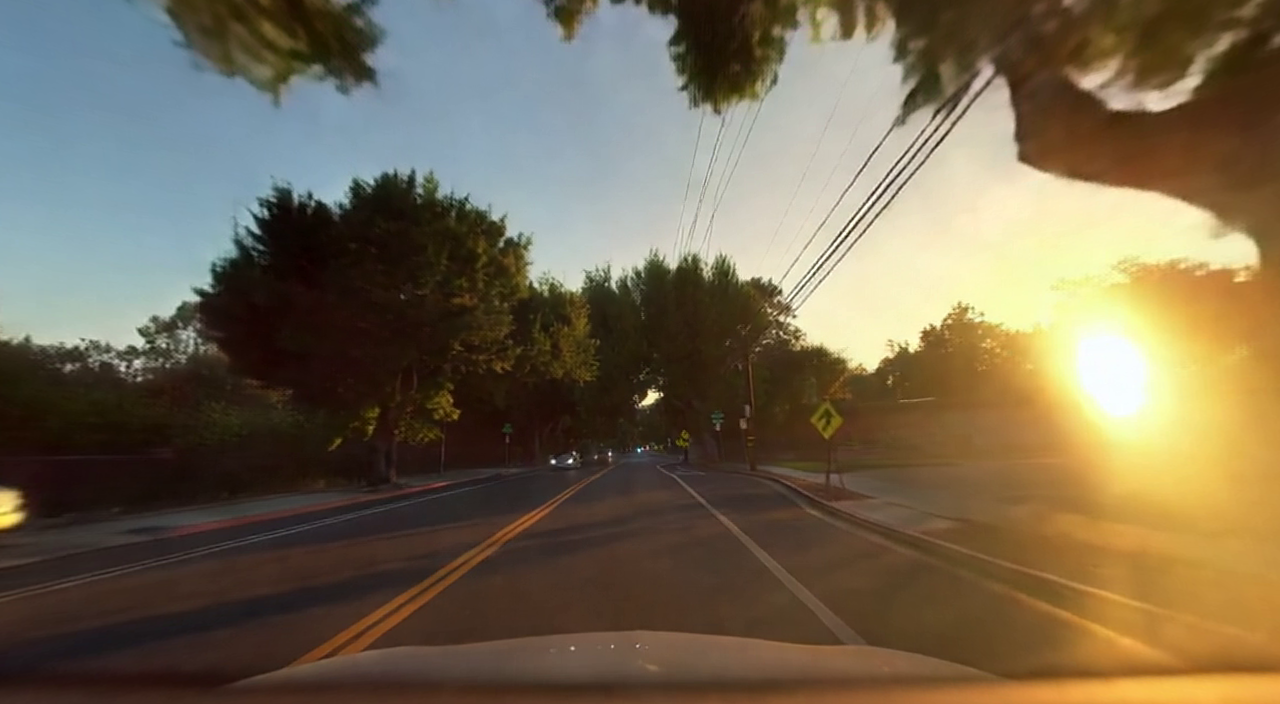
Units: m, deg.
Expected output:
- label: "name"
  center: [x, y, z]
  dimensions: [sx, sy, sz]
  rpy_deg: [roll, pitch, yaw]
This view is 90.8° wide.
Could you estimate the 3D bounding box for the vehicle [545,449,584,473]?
- label: "vehicle"
  center: [-5.156, 7.445, 43.539]
  dimensions: [2.093, 1.523, 4.536]
  rpy_deg: [-1, -9, 1]
